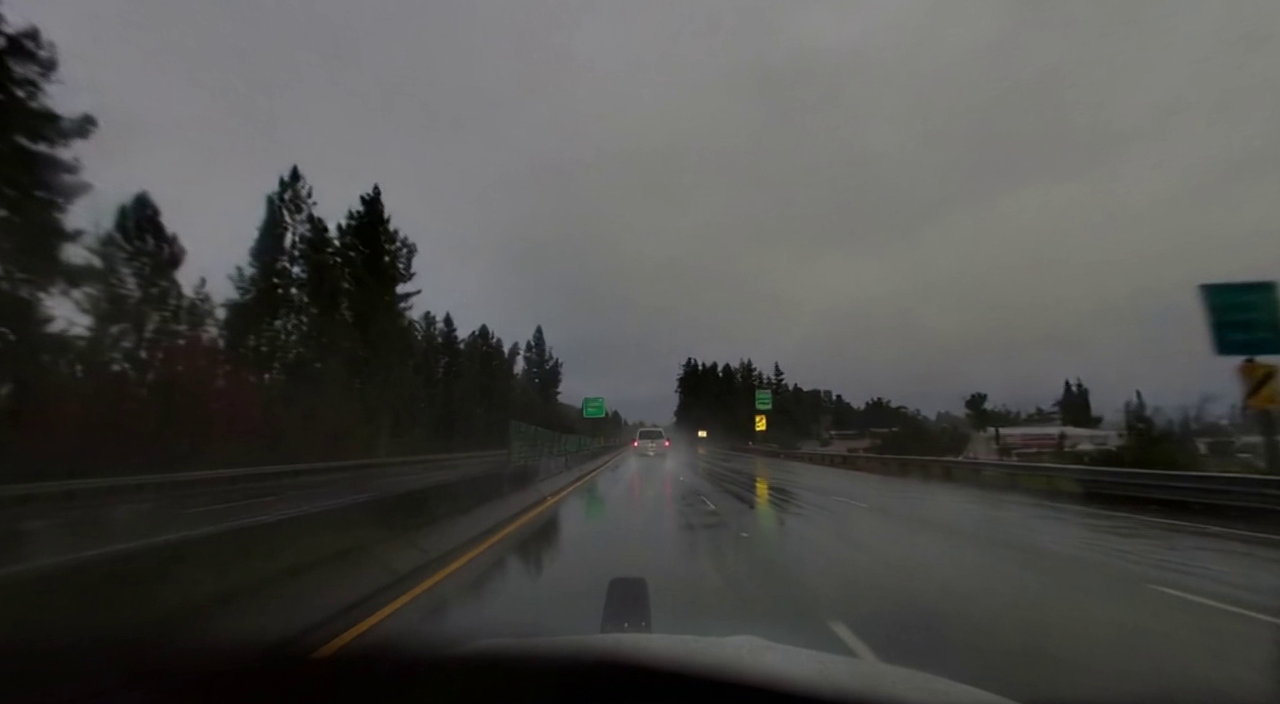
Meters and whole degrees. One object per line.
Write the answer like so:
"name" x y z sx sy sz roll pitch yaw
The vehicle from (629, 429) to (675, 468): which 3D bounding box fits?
"vehicle" 0.650 5.156 33.890 2.301 1.944 4.554 0 -8 1
